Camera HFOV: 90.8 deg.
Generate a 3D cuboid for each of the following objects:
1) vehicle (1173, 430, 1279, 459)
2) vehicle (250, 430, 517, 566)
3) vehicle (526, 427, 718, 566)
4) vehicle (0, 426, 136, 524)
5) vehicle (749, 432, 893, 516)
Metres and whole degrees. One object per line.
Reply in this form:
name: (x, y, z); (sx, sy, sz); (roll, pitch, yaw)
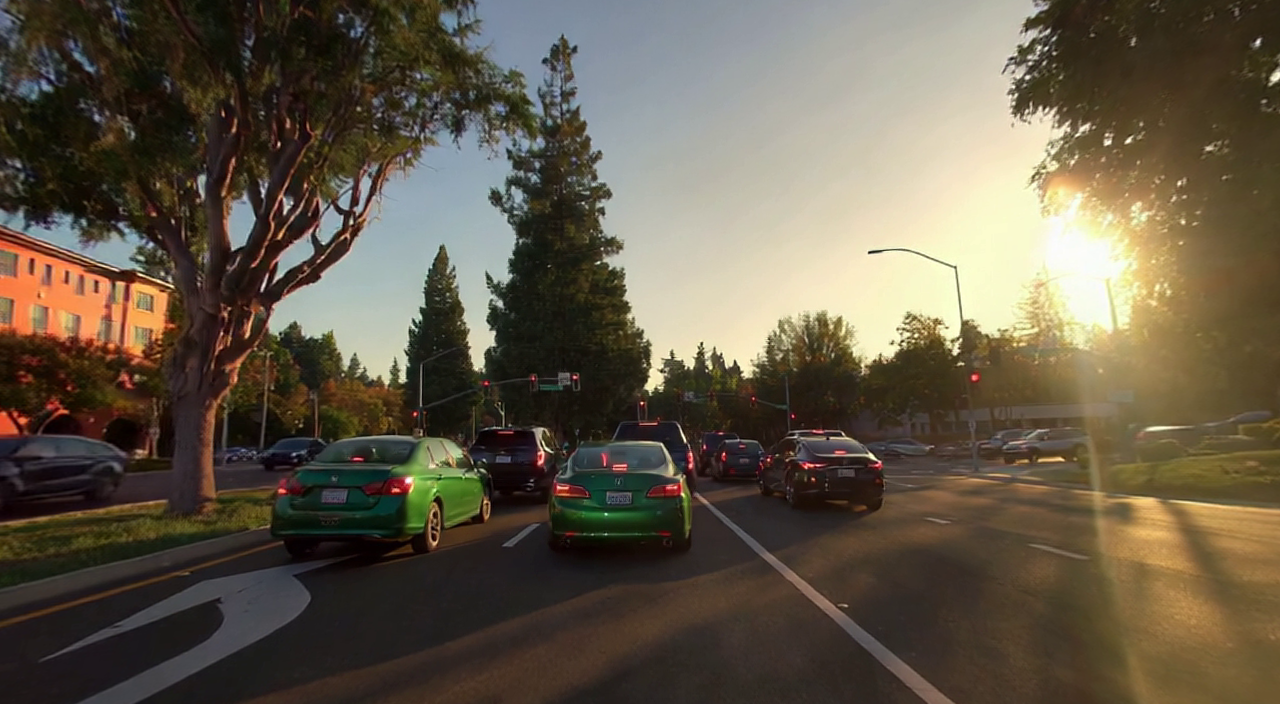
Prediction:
vehicle: (36.409, 5.696, 38.734); (5.265, 1.702, 1.930); (-5, -10, 28)
vehicle: (-3.187, 1.886, 8.943); (1.917, 1.441, 4.128); (-1, -8, 2)
vehicle: (-0.197, 1.825, 8.702); (2.041, 1.450, 3.847); (0, -8, 0)
vehicle: (-12.481, 2.347, 12.278); (2.082, 1.704, 4.488); (1, -8, -8)
vehicle: (3.572, 2.464, 13.260); (1.880, 1.476, 3.932); (0, -8, 1)
